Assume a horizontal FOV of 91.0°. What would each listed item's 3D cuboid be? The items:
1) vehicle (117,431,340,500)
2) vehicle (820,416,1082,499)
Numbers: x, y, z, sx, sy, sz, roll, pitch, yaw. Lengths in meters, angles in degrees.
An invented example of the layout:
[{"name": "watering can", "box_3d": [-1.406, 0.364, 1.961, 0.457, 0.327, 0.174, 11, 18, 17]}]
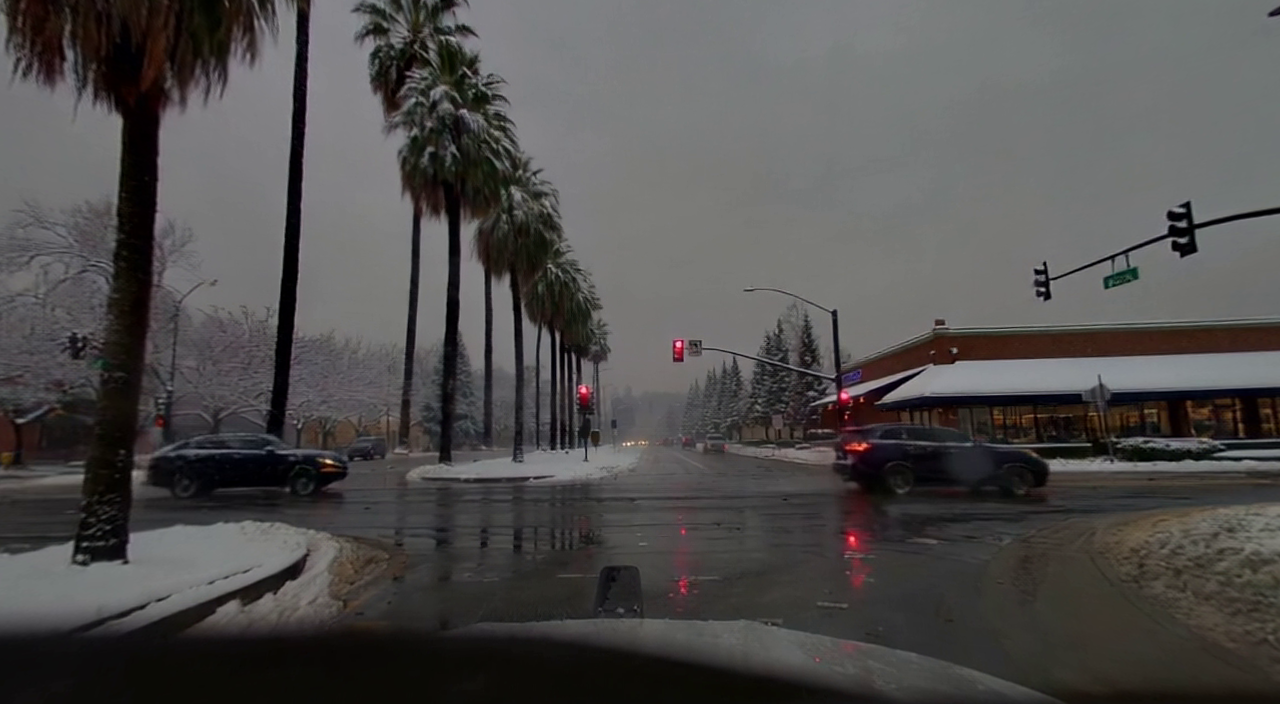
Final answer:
[{"name": "vehicle", "box_3d": [-11.211, 3.117, 17.669, 4.854, 1.699, 2.152, 4, -9, -26]}, {"name": "vehicle", "box_3d": [7.893, 2.714, 16.415, 5.619, 1.951, 2.321, 1, -8, -5]}]
